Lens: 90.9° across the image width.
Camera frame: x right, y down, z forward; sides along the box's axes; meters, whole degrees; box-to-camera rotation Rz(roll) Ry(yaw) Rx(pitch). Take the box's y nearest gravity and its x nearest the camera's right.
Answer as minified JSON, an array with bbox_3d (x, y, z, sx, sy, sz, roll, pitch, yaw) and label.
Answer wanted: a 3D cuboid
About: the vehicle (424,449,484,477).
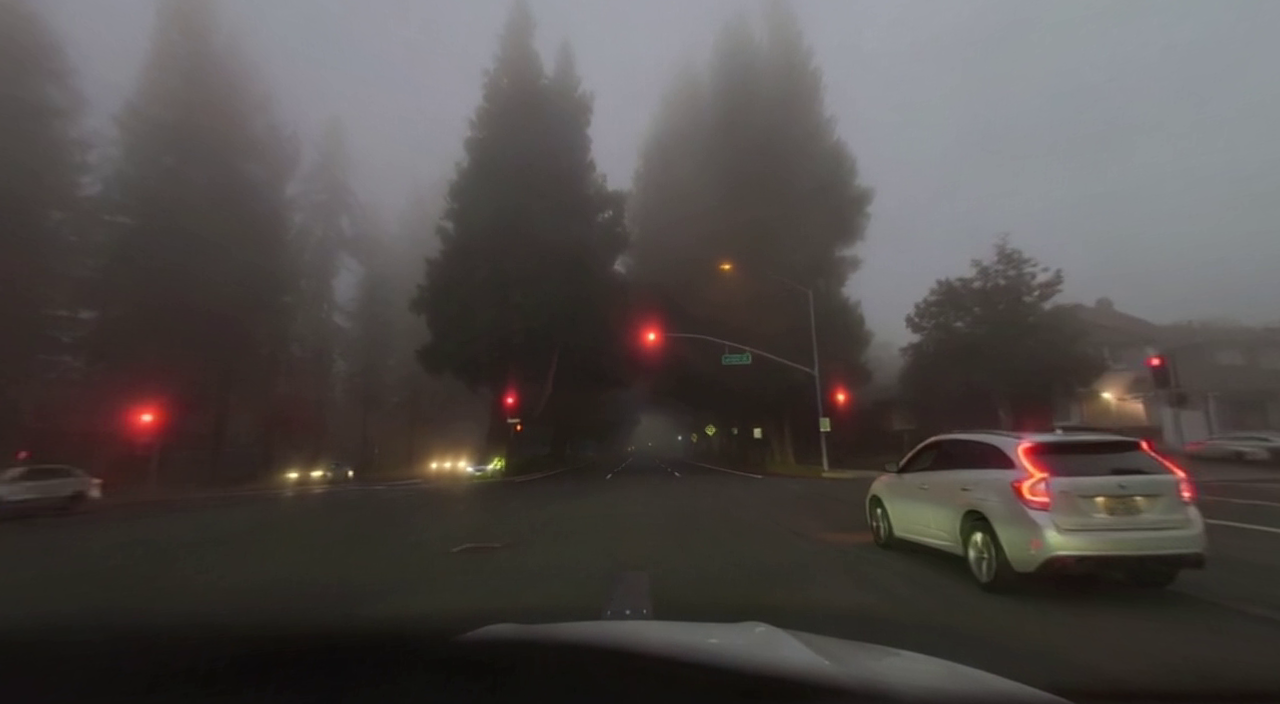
[{"bbox_3d":[-10.305,6.160,35.275,2.029,1.453,4.188,-1,-9,1],"label":"vehicle"}]

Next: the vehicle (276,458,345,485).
[{"bbox_3d":[-20.741,7.514,39.902,1.844,1.494,4.706,0,-9,0],"label":"vehicle"}]

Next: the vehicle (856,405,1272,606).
[{"bbox_3d":[4.029,1.509,6.914,2.018,1.591,3.564,0,-9,0],"label":"vehicle"}]
